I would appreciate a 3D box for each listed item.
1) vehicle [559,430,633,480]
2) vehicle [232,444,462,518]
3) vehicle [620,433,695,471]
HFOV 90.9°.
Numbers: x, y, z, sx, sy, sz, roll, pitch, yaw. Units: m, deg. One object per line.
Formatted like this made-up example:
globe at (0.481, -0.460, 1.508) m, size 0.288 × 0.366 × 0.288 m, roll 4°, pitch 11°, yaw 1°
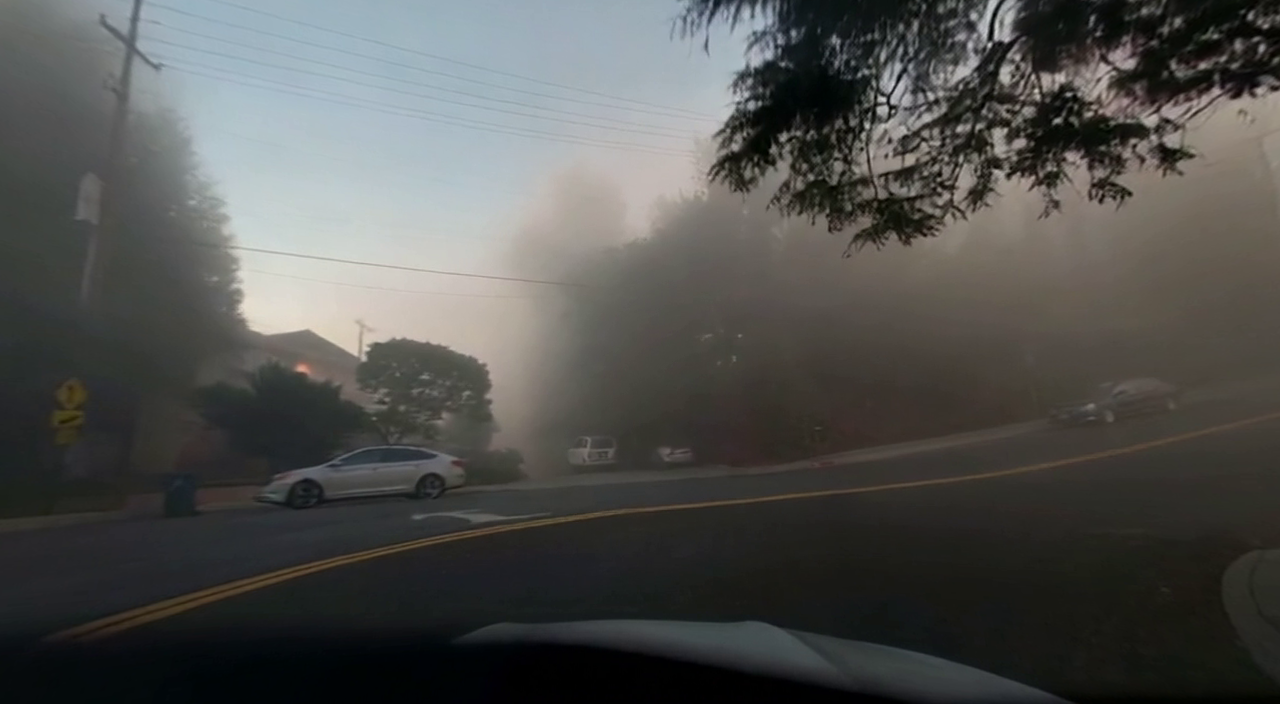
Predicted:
vehicle at (-2.330, 5.062, 31.434) m, size 2.413 × 1.838 × 4.977 m, roll 5°, pitch -4°, yaw -18°
vehicle at (-7.041, 3.087, 15.430) m, size 4.696 × 1.534 × 1.912 m, roll 7°, pitch -12°, yaw -36°
vehicle at (0.756, 5.089, 31.796) m, size 2.216 × 1.728 × 5.118 m, roll 3°, pitch -10°, yaw -17°
